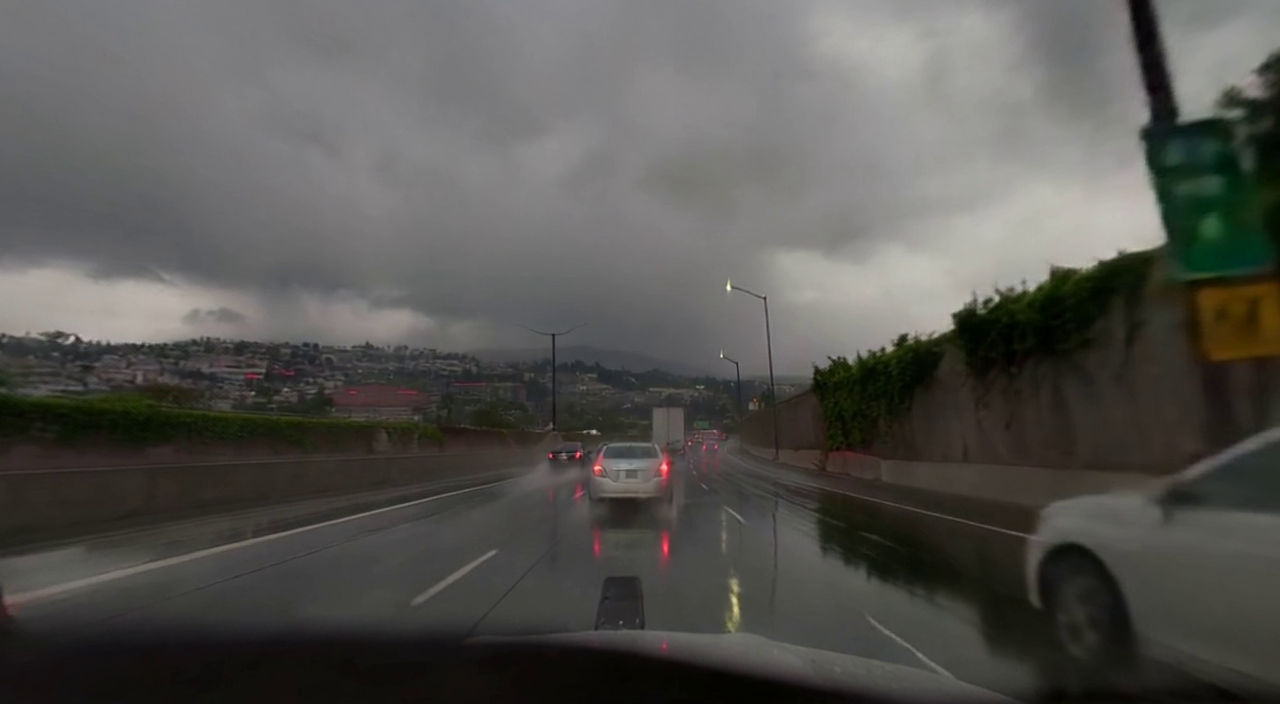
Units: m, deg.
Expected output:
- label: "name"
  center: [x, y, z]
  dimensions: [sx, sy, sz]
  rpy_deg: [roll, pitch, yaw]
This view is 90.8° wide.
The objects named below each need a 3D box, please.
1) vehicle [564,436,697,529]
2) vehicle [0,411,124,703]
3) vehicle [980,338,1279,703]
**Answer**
- label: "vehicle"
  center: [-0.118, 2.427, 12.276]
  dimensions: [2.136, 1.470, 3.971]
  rpy_deg: [0, -9, 1]
- label: "vehicle"
  center: [-3.790, 0.700, 0.716]
  dimensions: [2.130, 1.474, 5.027]
  rpy_deg: [0, -9, 1]
- label: "vehicle"
  center: [3.568, 0.746, 2.208]
  dimensions: [2.166, 1.666, 4.618]
  rpy_deg: [0, -9, 0]
